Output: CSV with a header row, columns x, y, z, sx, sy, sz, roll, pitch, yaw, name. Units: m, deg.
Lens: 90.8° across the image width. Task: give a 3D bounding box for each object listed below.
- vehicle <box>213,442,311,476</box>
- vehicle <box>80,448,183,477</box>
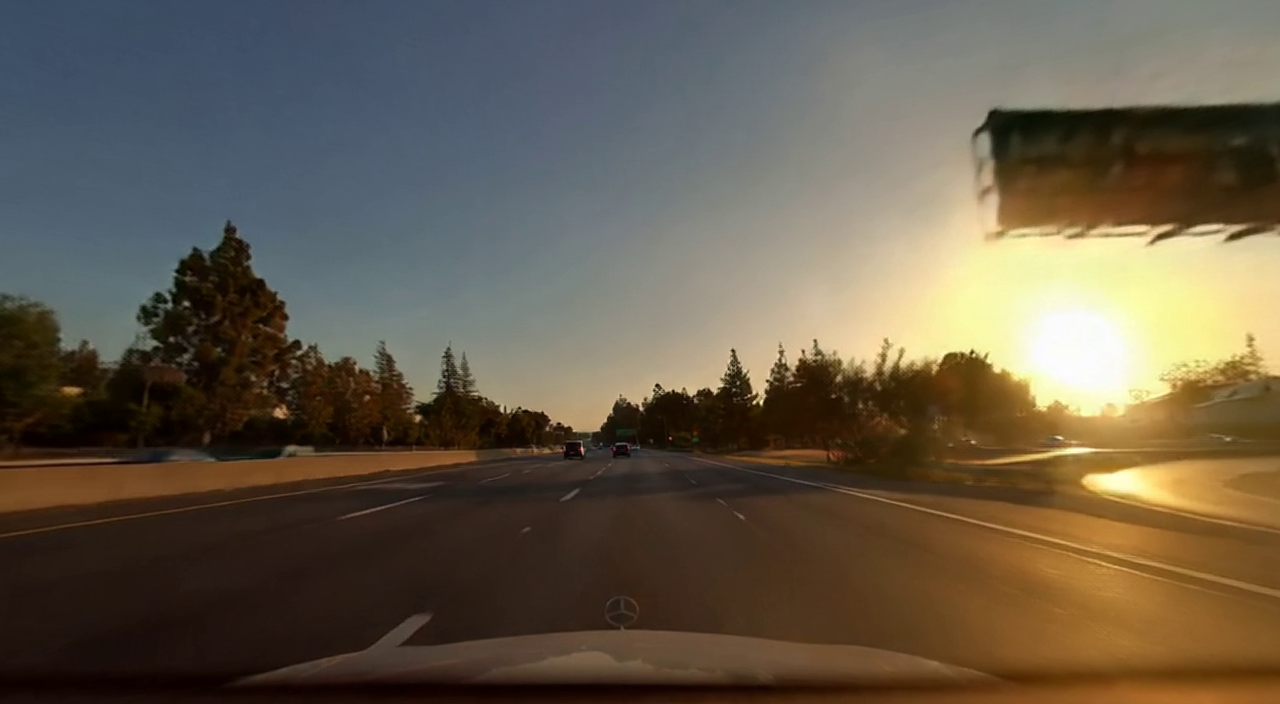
x,y,z,sx,sy,sz,roll,pitch,yaw,name
-17.377,4.915,29.310,1.763,1.449,4.432,0,-8,0,vehicle
-28.266,6.135,35.349,1.856,1.456,4.711,0,-8,0,vehicle
